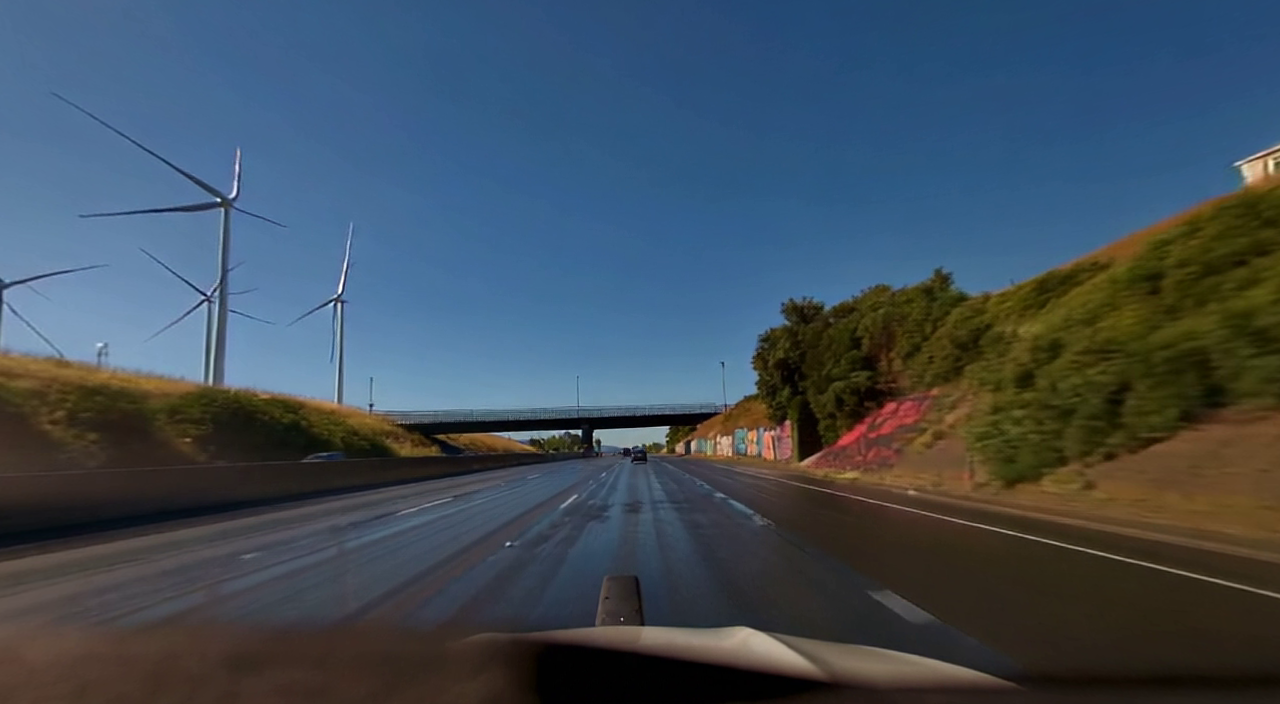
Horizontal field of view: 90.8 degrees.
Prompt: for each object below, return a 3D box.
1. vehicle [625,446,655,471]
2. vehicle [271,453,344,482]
[{"bbox_3d":[0.013,6.991,41.549,1.870,1.481,4.234,0,-9,0],"label":"vehicle"},{"bbox_3d":[-18.589,6.477,35.518,1.854,1.489,4.070,0,-9,1],"label":"vehicle"}]
